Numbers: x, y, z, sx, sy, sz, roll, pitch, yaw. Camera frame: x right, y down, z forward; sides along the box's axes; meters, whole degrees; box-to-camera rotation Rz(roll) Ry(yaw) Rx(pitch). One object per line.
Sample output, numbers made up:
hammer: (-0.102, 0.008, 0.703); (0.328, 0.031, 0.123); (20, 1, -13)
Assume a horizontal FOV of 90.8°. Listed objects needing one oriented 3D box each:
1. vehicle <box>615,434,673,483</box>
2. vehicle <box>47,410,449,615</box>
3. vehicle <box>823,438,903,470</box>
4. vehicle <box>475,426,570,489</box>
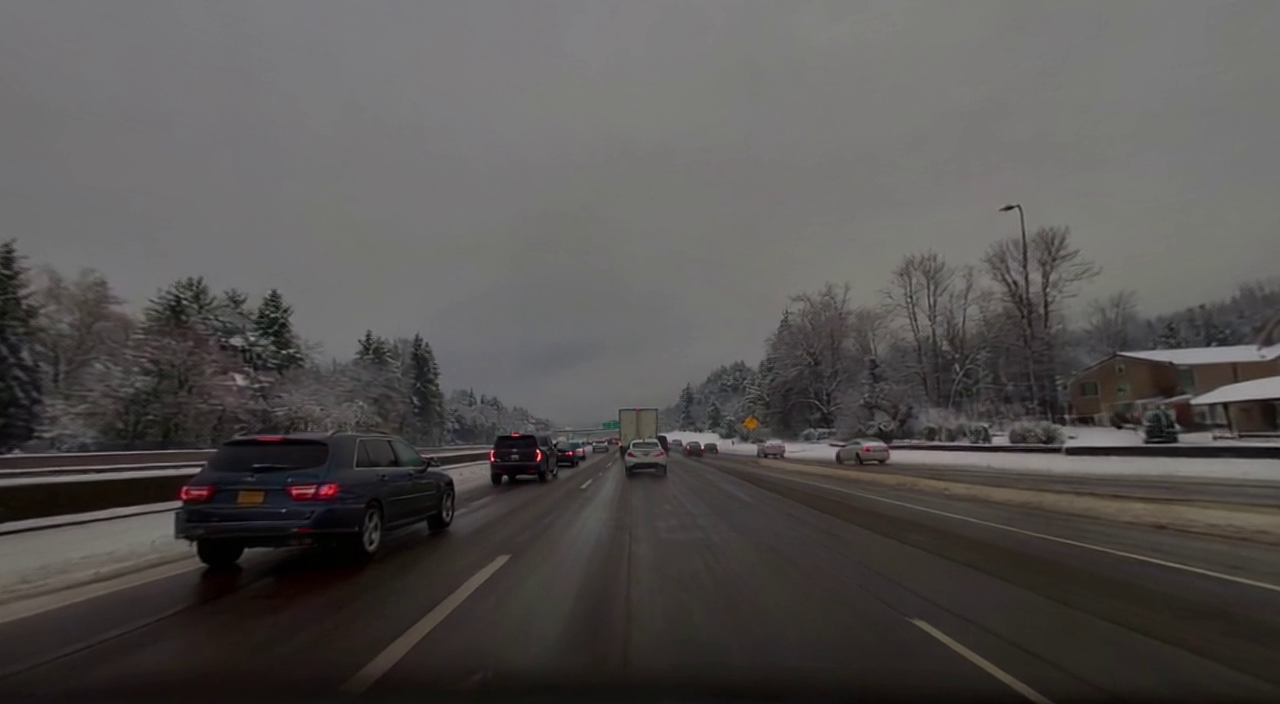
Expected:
vehicle: (0.114, 4.133, 24.746); (2.063, 1.703, 4.203); (0, -9, -1)
vehicle: (-3.837, 1.626, 7.259); (1.988, 1.668, 4.021); (0, -9, 0)
vehicle: (11.088, 5.108, 31.810); (1.905, 1.490, 4.826); (1, -9, -5)
vehicle: (-4.018, 3.743, 22.702); (2.301, 1.944, 5.482); (0, -9, 0)
